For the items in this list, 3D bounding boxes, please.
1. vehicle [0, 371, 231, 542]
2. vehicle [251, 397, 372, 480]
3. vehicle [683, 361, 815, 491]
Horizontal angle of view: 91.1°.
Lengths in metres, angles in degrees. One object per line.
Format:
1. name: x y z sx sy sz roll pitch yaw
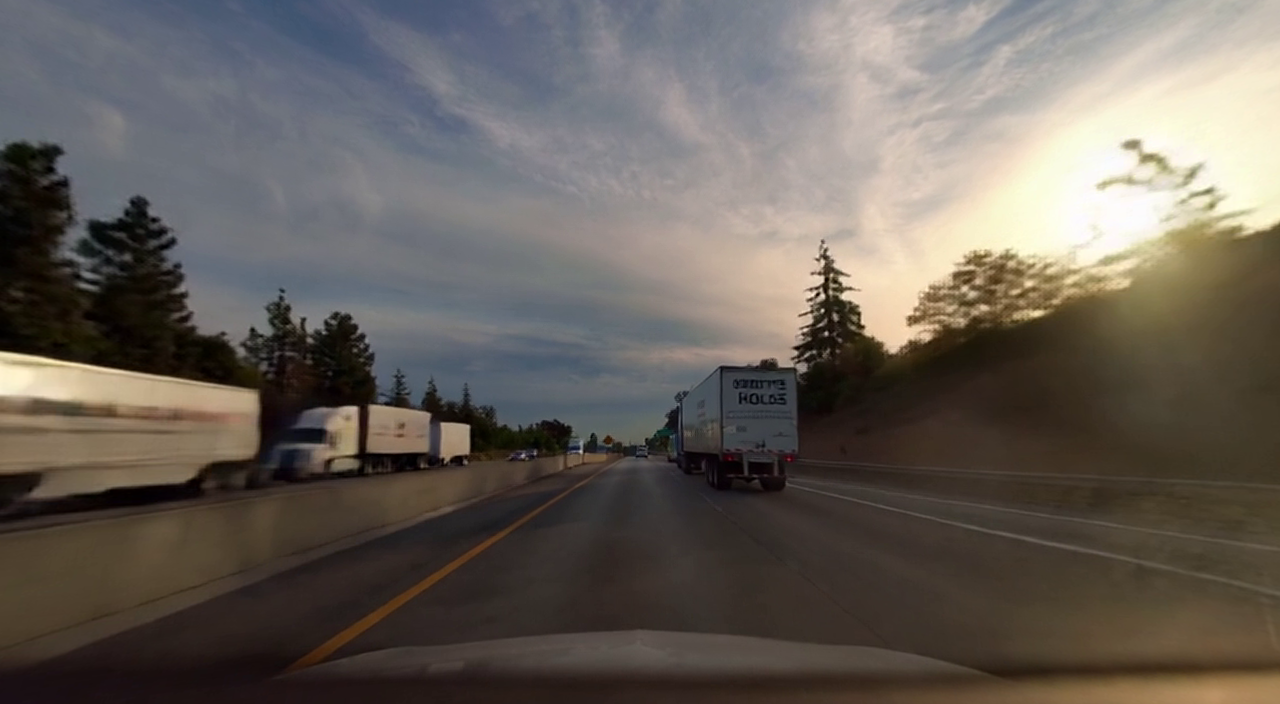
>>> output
1. vehicle: -12.746 2.315 14.185 2.790 3.017 6.137 0 -9 0
2. vehicle: -17.114 4.638 33.351 3.000 3.983 5.883 0 -9 1
3. vehicle: 3.887 3.388 26.711 2.926 4.060 14.068 0 -9 -1
